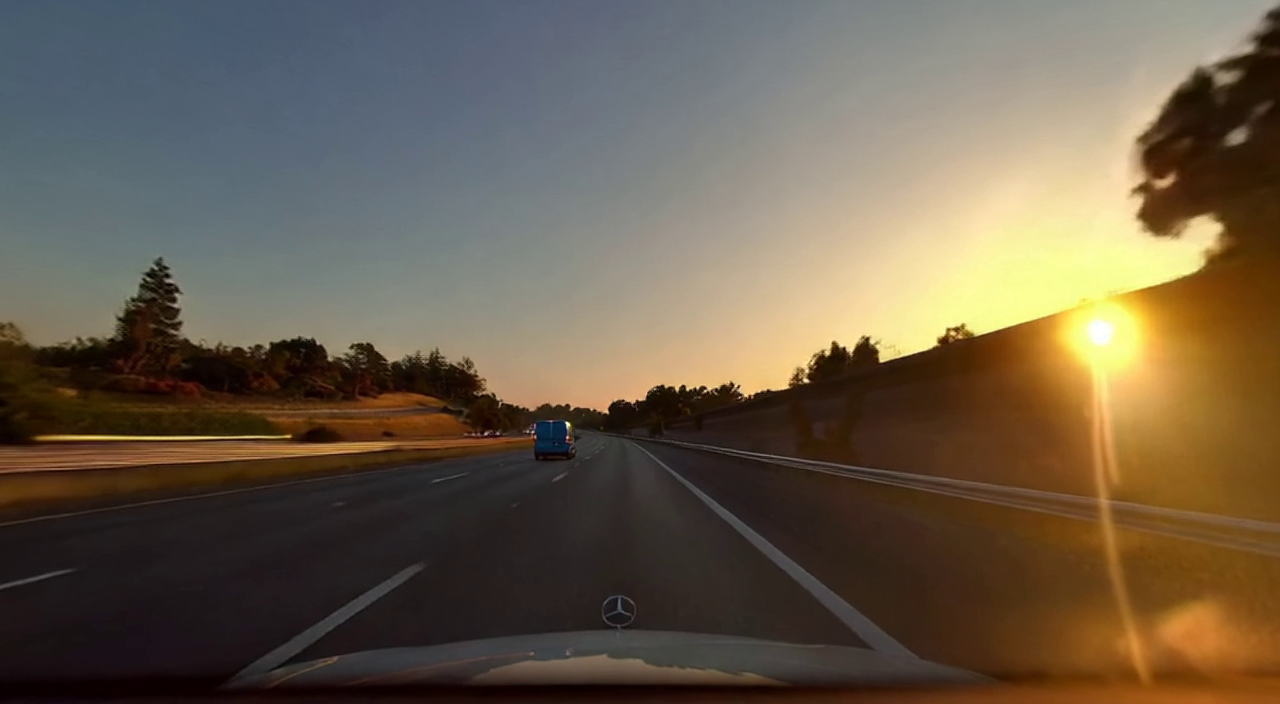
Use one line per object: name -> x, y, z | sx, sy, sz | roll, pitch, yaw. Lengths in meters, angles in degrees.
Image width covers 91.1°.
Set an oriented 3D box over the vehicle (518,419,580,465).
vehicle -> -4.413, 4.465, 31.376 | 2.309, 2.053, 4.884 | 0, -8, 1
